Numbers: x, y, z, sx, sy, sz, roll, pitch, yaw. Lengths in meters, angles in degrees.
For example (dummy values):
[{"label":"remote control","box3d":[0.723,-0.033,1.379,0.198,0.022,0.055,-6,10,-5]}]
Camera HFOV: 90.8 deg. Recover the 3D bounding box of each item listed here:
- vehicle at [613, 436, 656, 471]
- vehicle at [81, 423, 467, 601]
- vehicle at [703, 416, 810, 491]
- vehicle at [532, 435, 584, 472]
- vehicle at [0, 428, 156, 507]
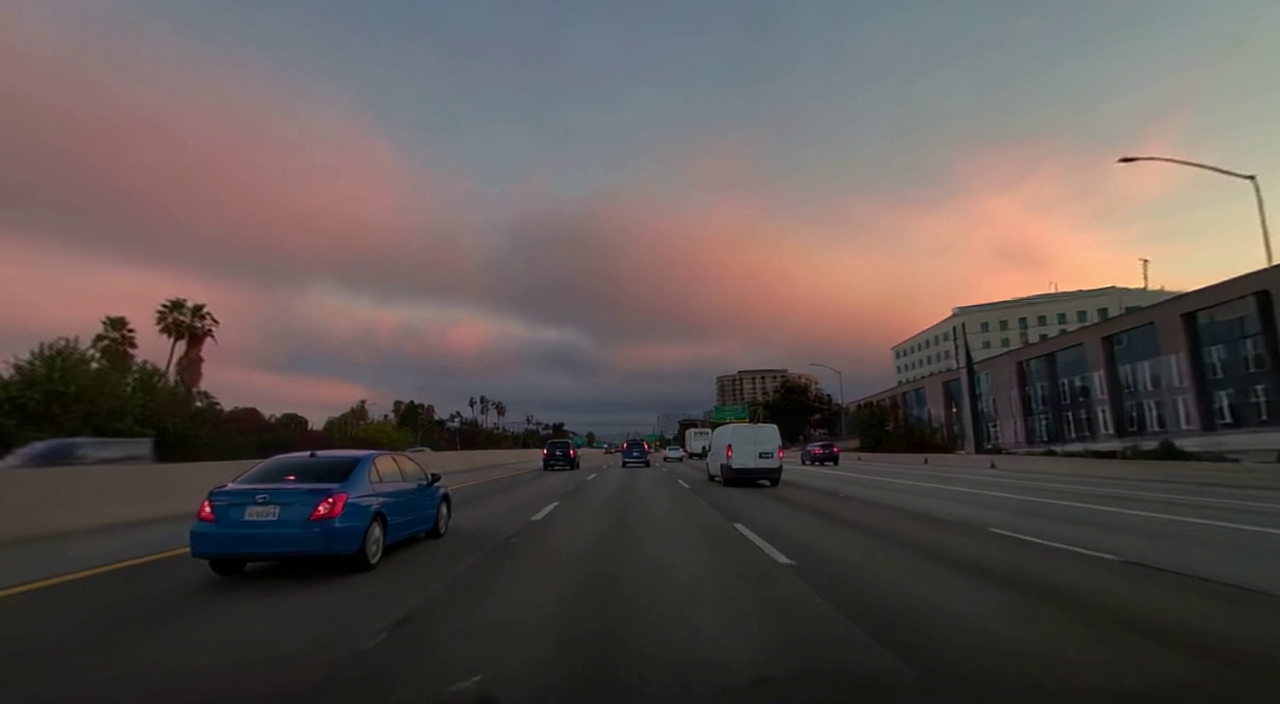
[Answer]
[{"label":"vehicle","box3d":[-0.290,5.539,34.677,2.212,1.786,4.198,0,-9,-1]},{"label":"vehicle","box3d":[-3.670,1.671,7.533,1.991,1.469,4.381,0,-9,-1]},{"label":"vehicle","box3d":[3.548,3.286,20.629,2.250,2.074,5.723,0,-9,-2]},{"label":"vehicle","box3d":[-4.257,5.394,33.653,2.109,1.793,4.613,0,-9,0]},{"label":"vehicle","box3d":[-17.412,3.308,18.516,2.414,1.959,5.101,0,-9,-2]}]
